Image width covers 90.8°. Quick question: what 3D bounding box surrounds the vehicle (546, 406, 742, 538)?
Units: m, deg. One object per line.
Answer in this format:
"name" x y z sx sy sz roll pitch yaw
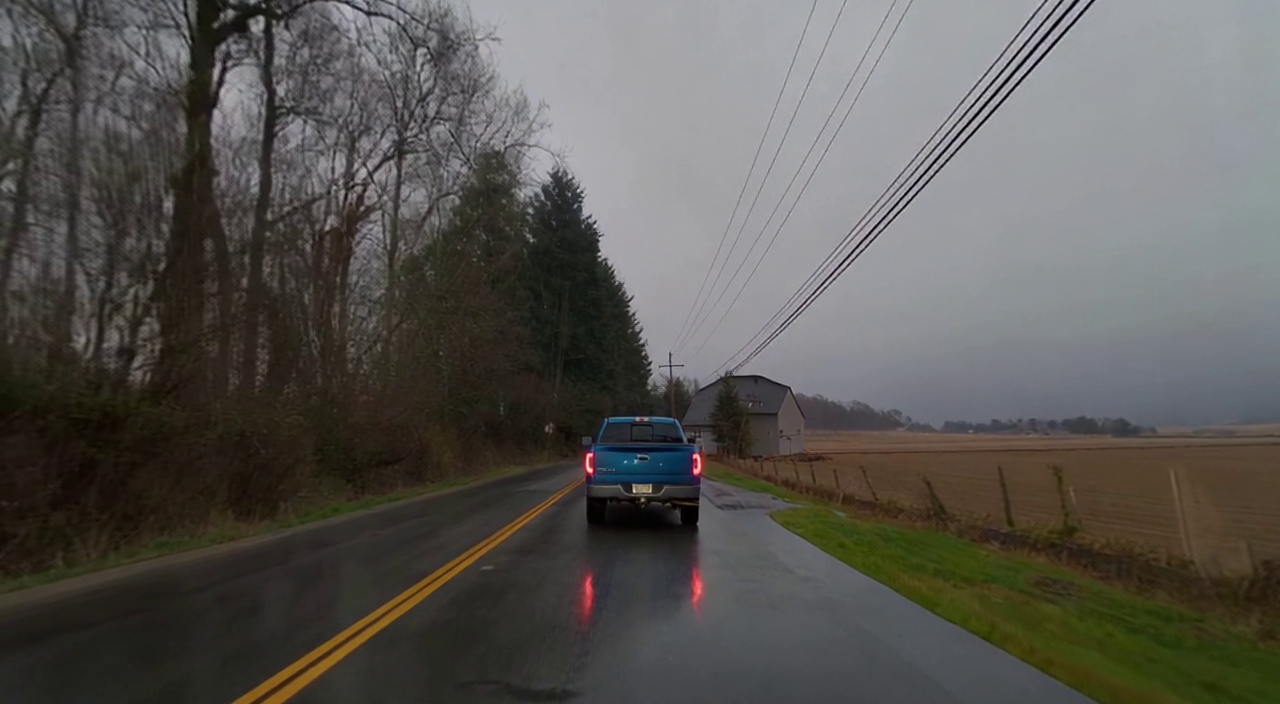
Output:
"vehicle" -0.008 2.138 11.987 2.774 1.861 5.885 0 -8 -1
